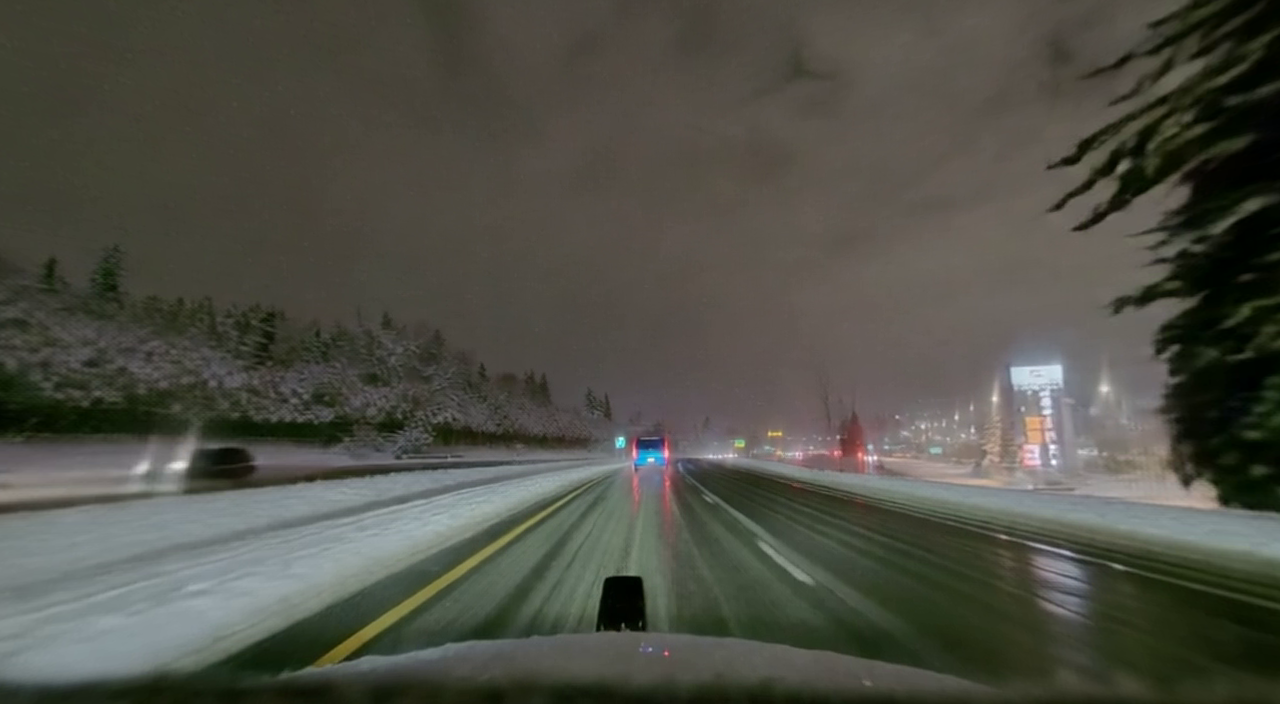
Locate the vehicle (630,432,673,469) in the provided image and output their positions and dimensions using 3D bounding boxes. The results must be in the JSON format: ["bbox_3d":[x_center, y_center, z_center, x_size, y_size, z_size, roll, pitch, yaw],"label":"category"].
[{"bbox_3d":[0.756,6.156,39.282,2.546,2.126,5.153,-1,-8,2],"label":"vehicle"}]
